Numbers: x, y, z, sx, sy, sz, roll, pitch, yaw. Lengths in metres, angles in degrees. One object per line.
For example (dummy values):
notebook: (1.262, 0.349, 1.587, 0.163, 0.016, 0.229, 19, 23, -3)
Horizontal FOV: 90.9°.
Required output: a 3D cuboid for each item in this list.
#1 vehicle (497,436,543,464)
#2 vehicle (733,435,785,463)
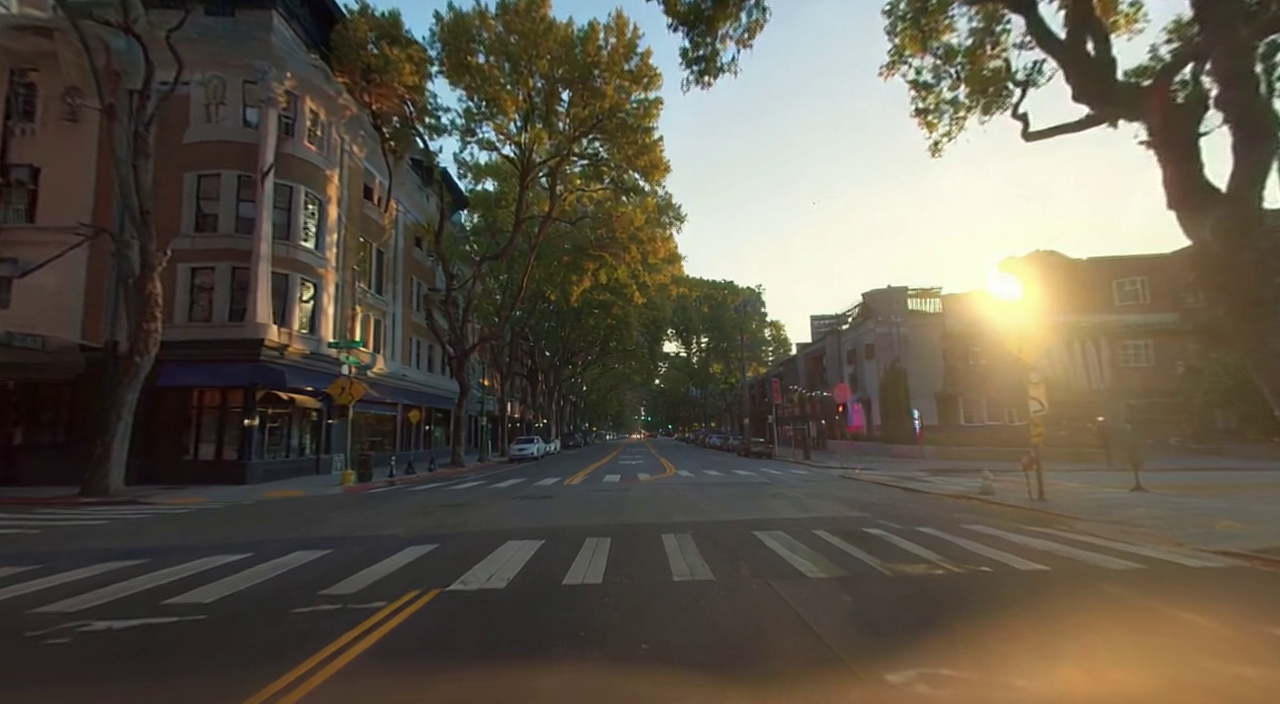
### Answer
vehicle: (-7.249, 5.933, 38.400, 2.127, 1.533, 4.547, -1, -8, -3)
vehicle: (6.937, 5.711, 37.259, 1.997, 1.510, 4.455, 1, -8, -2)
